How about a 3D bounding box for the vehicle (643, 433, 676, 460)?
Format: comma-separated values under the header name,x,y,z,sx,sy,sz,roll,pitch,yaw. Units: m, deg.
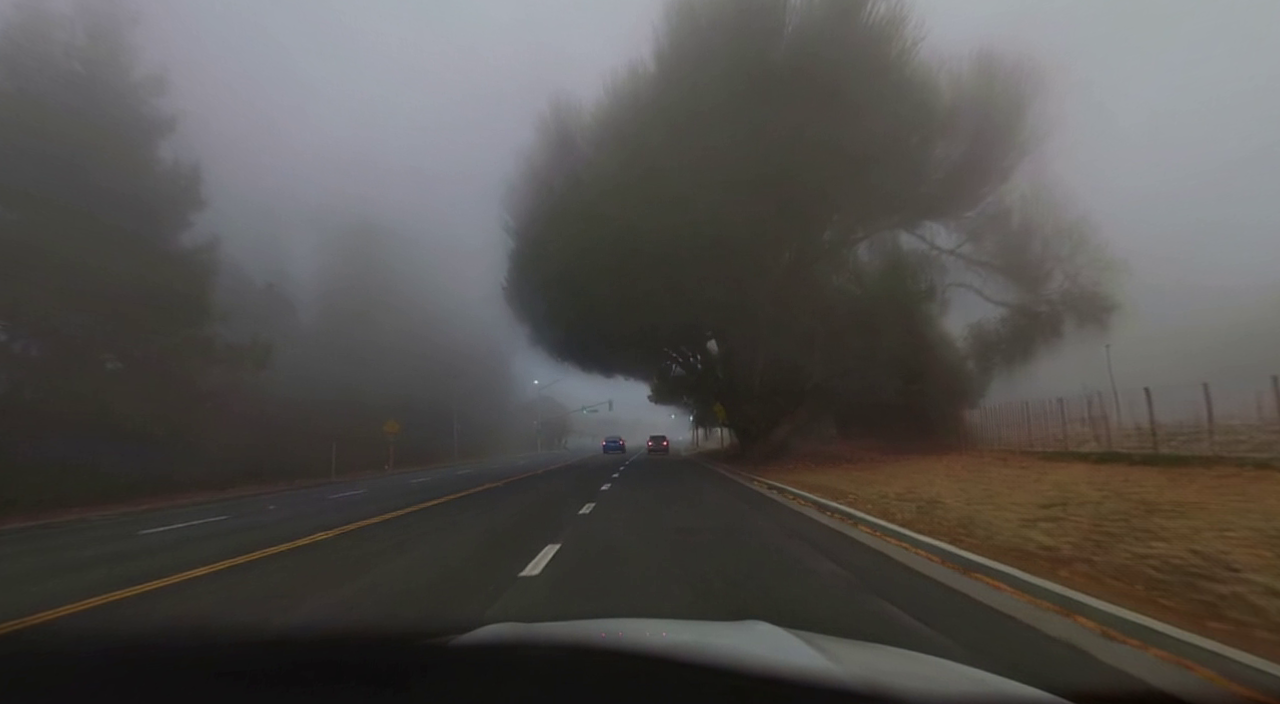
name,x,y,z,sx,sy,sz,roll,pitch,yaw
vehicle,1.272,6.341,42.391,2.127,1.665,3.993,0,-8,1
